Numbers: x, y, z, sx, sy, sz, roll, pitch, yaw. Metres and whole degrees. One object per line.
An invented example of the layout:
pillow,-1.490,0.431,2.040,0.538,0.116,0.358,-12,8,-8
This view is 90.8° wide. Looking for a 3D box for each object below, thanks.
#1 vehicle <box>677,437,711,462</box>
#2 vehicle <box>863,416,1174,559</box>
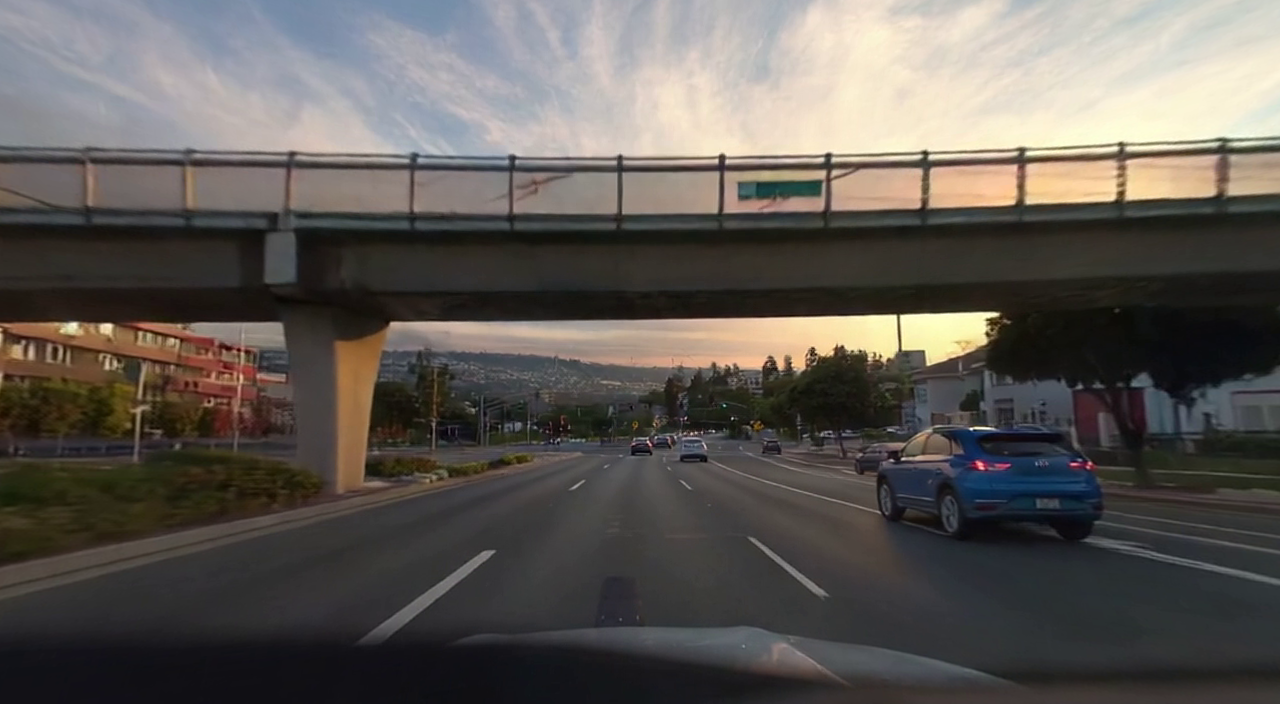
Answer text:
vehicle,3.864,7.056,45.598,2.165,1.708,3.928,0,-8,1
vehicle,5.499,2.021,10.191,2.130,1.741,4.665,0,-9,0
